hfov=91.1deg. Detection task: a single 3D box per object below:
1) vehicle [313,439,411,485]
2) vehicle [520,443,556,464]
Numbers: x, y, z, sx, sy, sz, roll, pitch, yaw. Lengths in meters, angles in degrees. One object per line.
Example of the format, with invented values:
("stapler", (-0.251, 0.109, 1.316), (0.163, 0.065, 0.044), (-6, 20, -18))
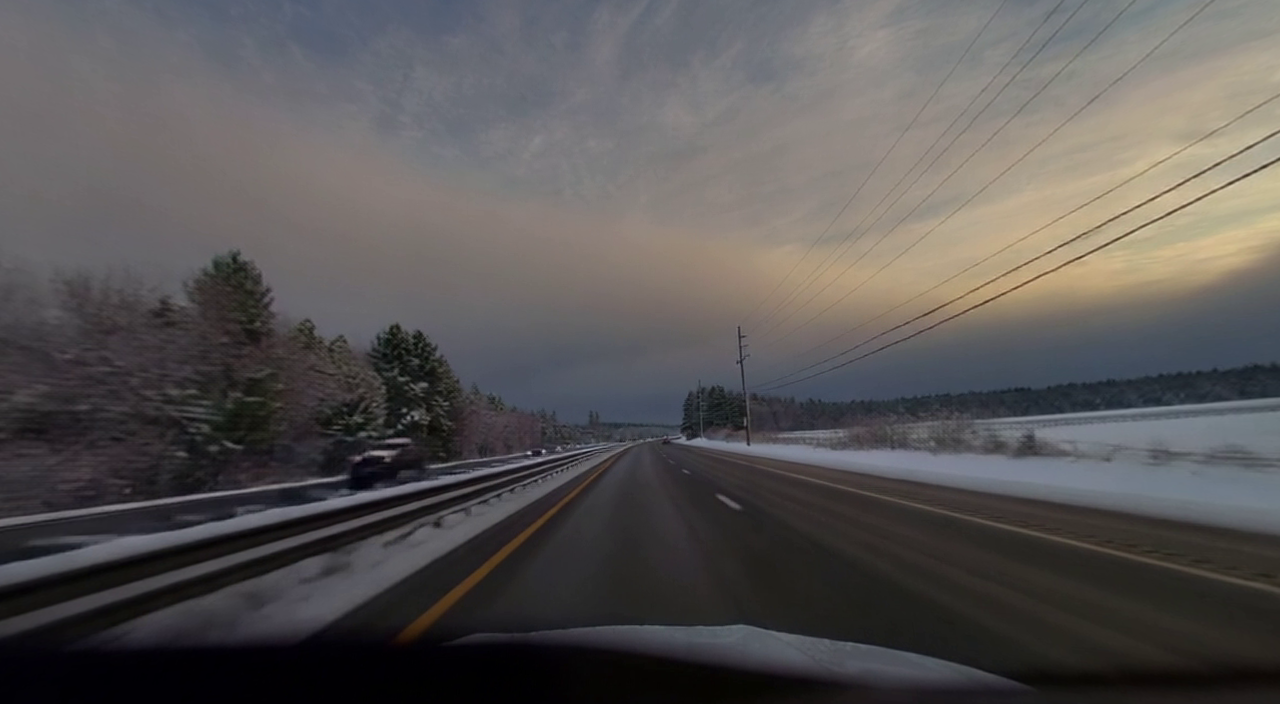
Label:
("vehicle", (-11.059, 4.381, 25.316), (1.980, 1.672, 4.199), (0, -8, 0))
("vehicle", (-7.289, 7.285, 45.338), (1.936, 1.430, 3.777), (0, -8, 1))
